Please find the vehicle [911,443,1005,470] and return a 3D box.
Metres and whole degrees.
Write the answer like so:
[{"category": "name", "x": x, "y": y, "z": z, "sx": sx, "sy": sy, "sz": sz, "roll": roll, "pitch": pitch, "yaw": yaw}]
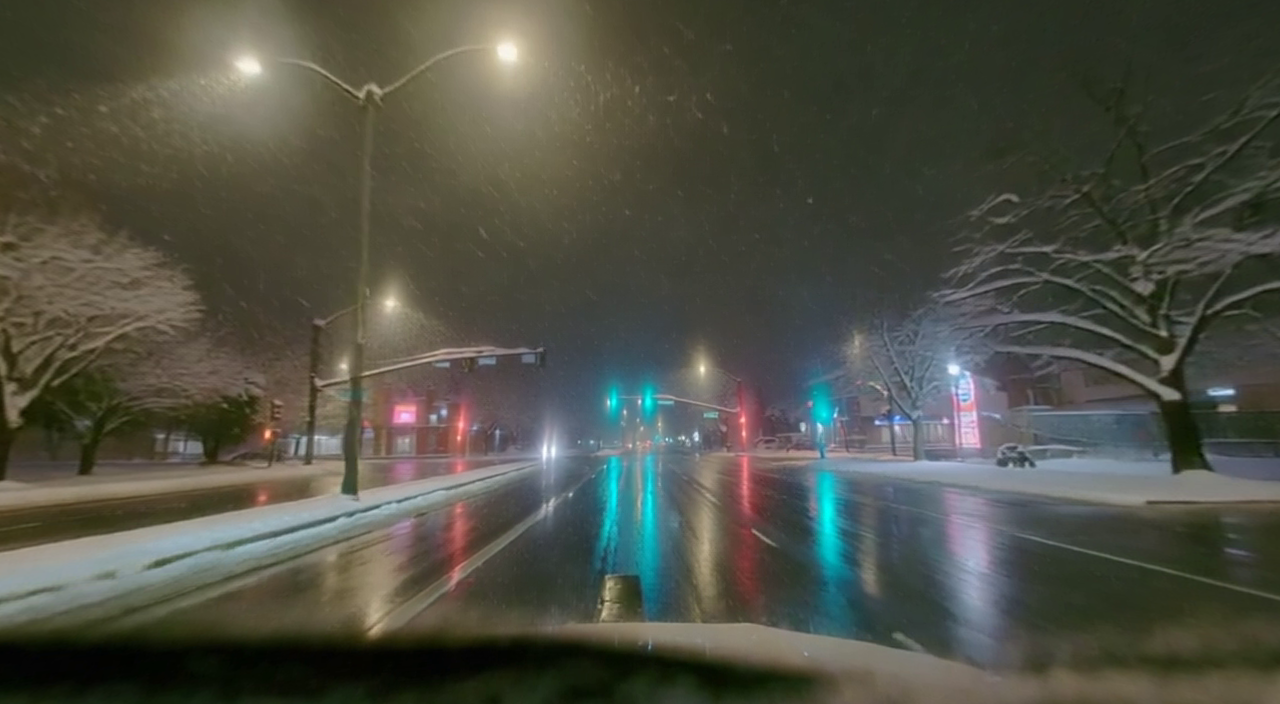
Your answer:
[{"category": "vehicle", "x": 18.852, "y": 6.220, "z": 37.610, "sx": 4.545, "sy": 1.511, "sz": 1.935, "roll": 0, "pitch": -9, "yaw": -3}]
